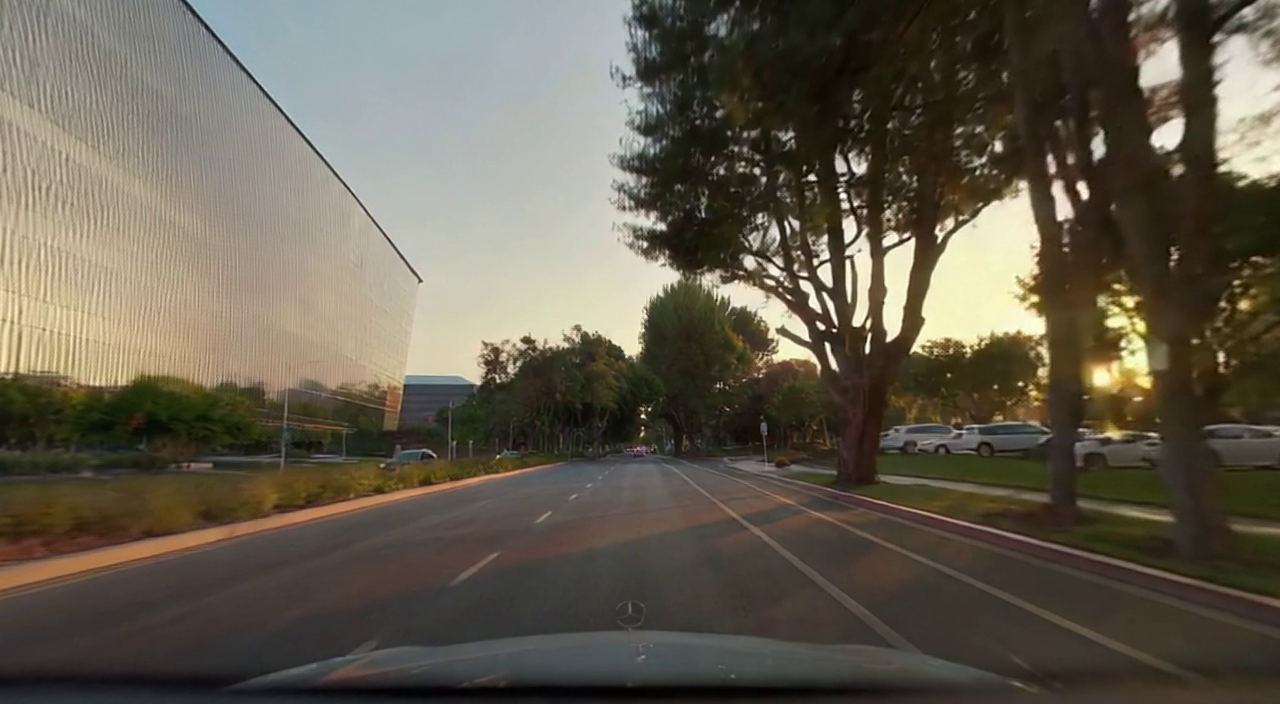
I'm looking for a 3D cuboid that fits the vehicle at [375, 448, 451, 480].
[{"bbox_3d":[-11.949,5.916,33.604,2.128,1.514,4.784,-1,-9,2],"label":"vehicle"}]

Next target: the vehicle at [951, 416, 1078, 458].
[{"bbox_3d":[15.389,3.507,26.042,3.935,1.487,2.018,-2,-7,-2],"label":"vehicle"}]

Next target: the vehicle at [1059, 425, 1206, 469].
[{"bbox_3d":[16.389,3.180,21.092,3.410,1.368,1.789,0,-9,-4],"label":"vehicle"}]

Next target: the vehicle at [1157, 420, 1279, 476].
[{"bbox_3d":[16.094,2.499,16.647,3.313,1.368,1.690,-1,-7,1],"label":"vehicle"}]
